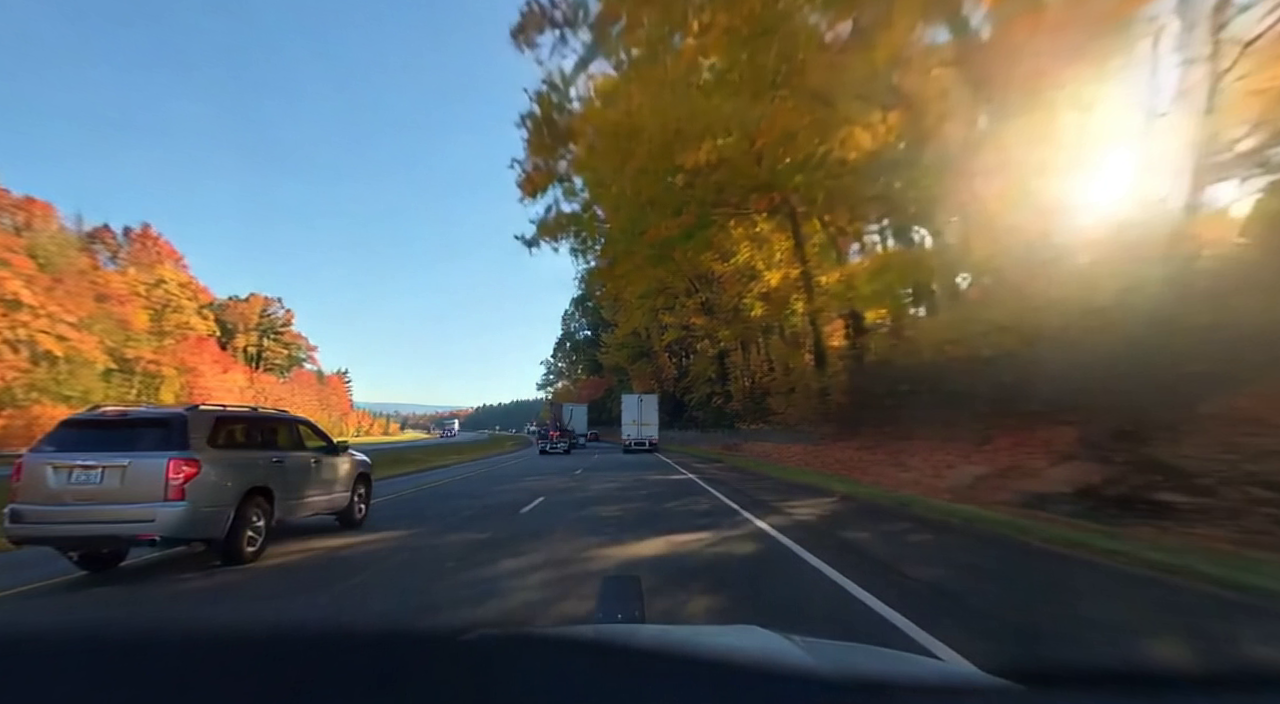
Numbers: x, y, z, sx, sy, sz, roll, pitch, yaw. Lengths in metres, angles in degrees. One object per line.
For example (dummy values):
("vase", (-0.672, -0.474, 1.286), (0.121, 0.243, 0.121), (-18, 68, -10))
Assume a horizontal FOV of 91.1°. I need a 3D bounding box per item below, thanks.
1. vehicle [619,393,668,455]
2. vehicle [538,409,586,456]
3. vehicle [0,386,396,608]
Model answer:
("vehicle", (0.070, 5.168, 44.567), (3.078, 3.955, 8.774), (0, -8, -3))
("vehicle", (-4.822, 5.129, 39.776), (2.383, 2.726, 5.677), (0, -8, 0))
("vehicle", (-4.688, 1.399, 7.080), (2.089, 1.669, 4.515), (0, -8, 0))
